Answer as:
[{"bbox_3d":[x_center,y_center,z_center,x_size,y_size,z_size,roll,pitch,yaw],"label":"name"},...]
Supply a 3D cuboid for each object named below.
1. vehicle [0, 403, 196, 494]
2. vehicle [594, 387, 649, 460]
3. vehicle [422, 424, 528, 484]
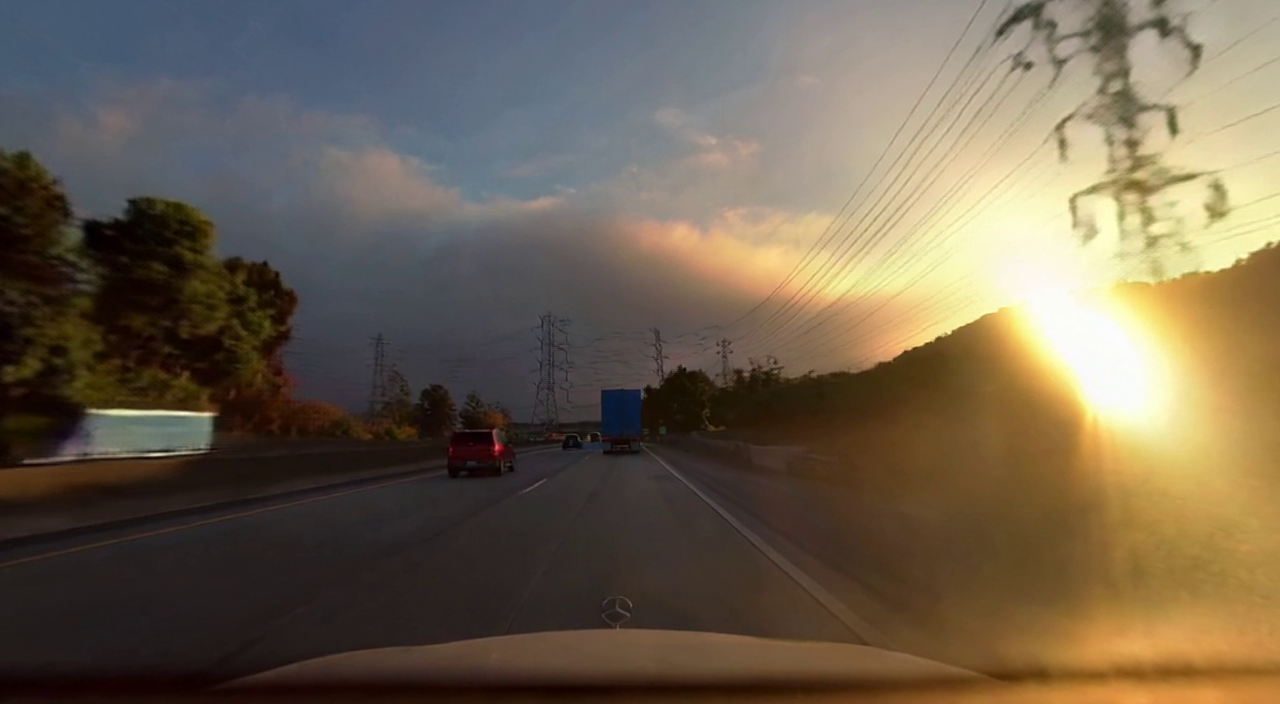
[{"bbox_3d":[-16.935,2.872,19.228,2.335,2.329,6.075,0,-8,0],"label":"vehicle"},{"bbox_3d":[-1.119,4.458,38.438,2.955,3.851,9.915,0,-8,-2],"label":"vehicle"},{"bbox_3d":[-4.936,3.107,19.567,2.117,1.618,4.480,0,-8,-1],"label":"vehicle"}]
